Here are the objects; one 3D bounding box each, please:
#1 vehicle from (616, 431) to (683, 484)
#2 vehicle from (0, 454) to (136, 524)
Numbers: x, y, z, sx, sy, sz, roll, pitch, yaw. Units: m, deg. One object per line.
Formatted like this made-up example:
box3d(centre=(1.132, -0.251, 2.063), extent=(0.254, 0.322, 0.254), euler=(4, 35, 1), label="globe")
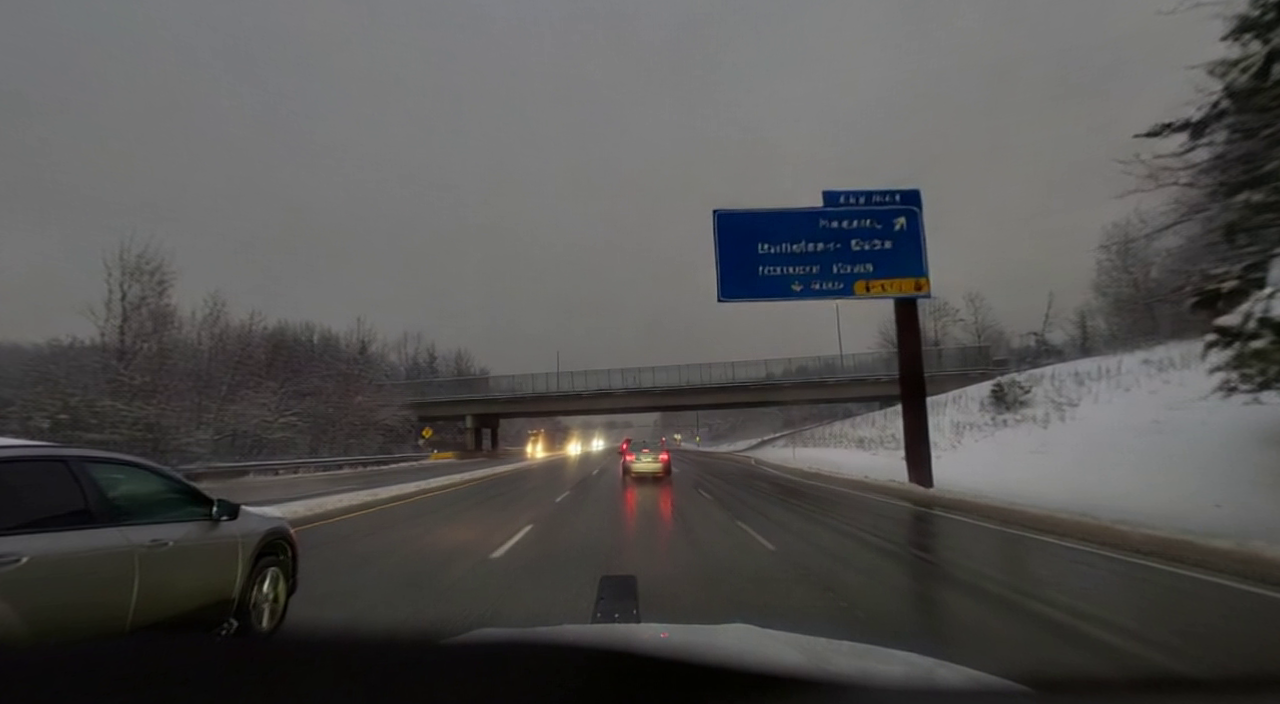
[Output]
box3d(centre=(0.220, 3.634, 21.942), extent=(2.092, 1.636, 4.024), euler=(0, -8, -2), label="vehicle")
box3d(centre=(-14.974, 3.254, 15.210), extent=(1.876, 1.450, 4.551), euler=(0, -8, -1), label="vehicle")
